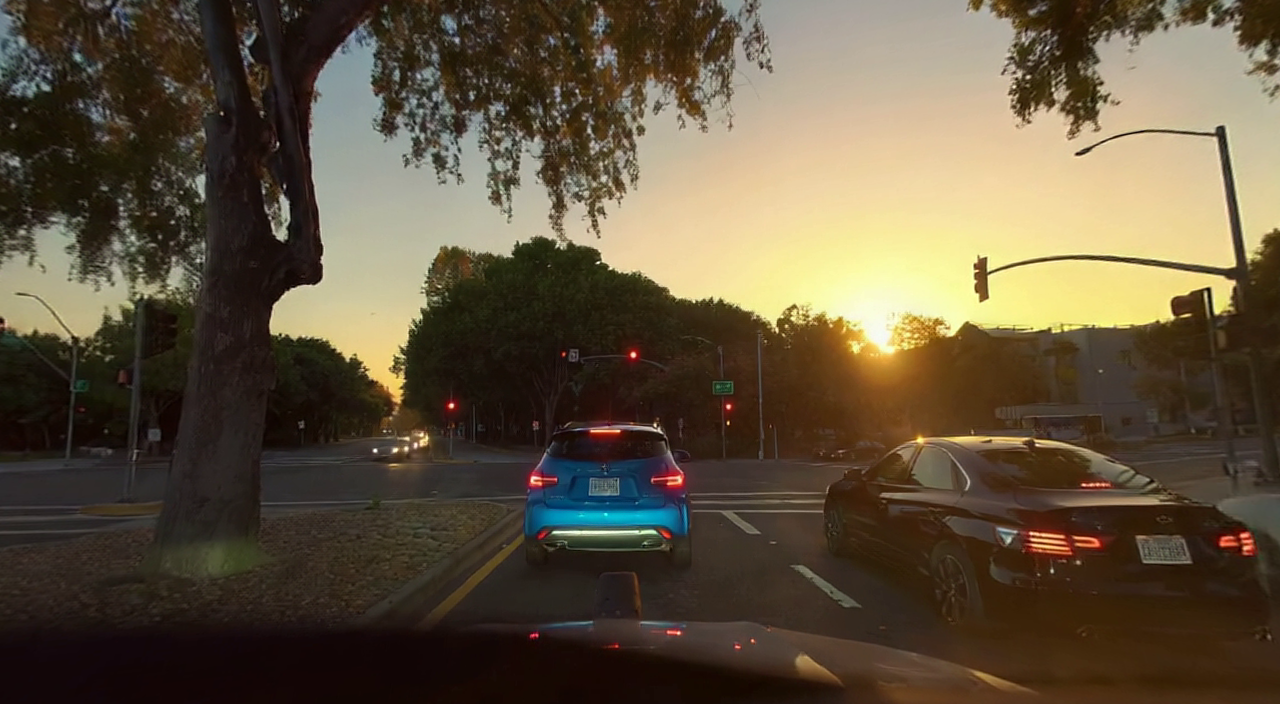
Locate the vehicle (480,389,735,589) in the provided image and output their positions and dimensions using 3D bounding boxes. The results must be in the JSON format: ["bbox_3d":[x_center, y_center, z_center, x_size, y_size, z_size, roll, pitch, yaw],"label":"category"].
[{"bbox_3d":[-0.347,1.526,7.794,2.247,1.760,4.231,0,-9,-2],"label":"vehicle"}]

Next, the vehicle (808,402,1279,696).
[{"bbox_3d":[3.161,1.400,5.765,1.932,1.562,4.629,0,-9,0],"label":"vehicle"}]
